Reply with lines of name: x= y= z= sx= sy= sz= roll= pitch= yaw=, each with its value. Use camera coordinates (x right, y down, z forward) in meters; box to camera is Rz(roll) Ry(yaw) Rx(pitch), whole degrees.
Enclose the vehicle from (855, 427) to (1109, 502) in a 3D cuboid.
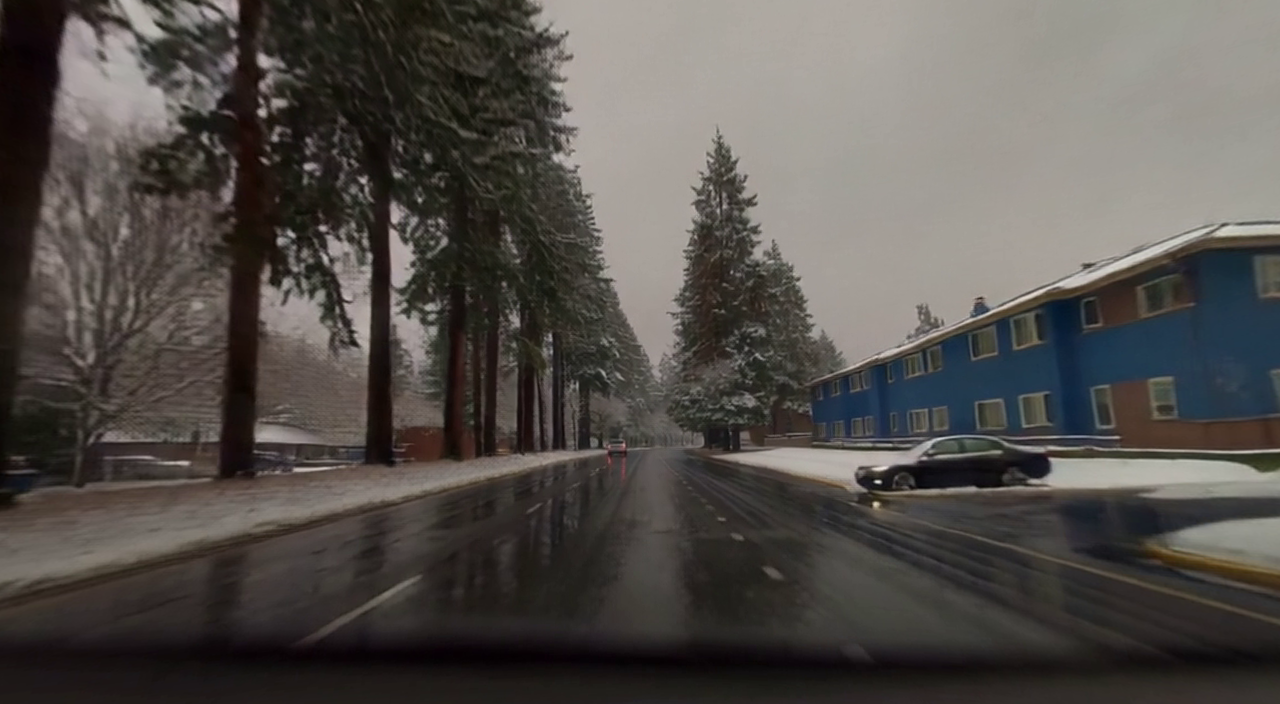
vehicle: x=7.420 y=2.504 z=14.215 sx=4.575 sy=1.514 sz=1.932 roll=-2 pitch=-9 yaw=10
